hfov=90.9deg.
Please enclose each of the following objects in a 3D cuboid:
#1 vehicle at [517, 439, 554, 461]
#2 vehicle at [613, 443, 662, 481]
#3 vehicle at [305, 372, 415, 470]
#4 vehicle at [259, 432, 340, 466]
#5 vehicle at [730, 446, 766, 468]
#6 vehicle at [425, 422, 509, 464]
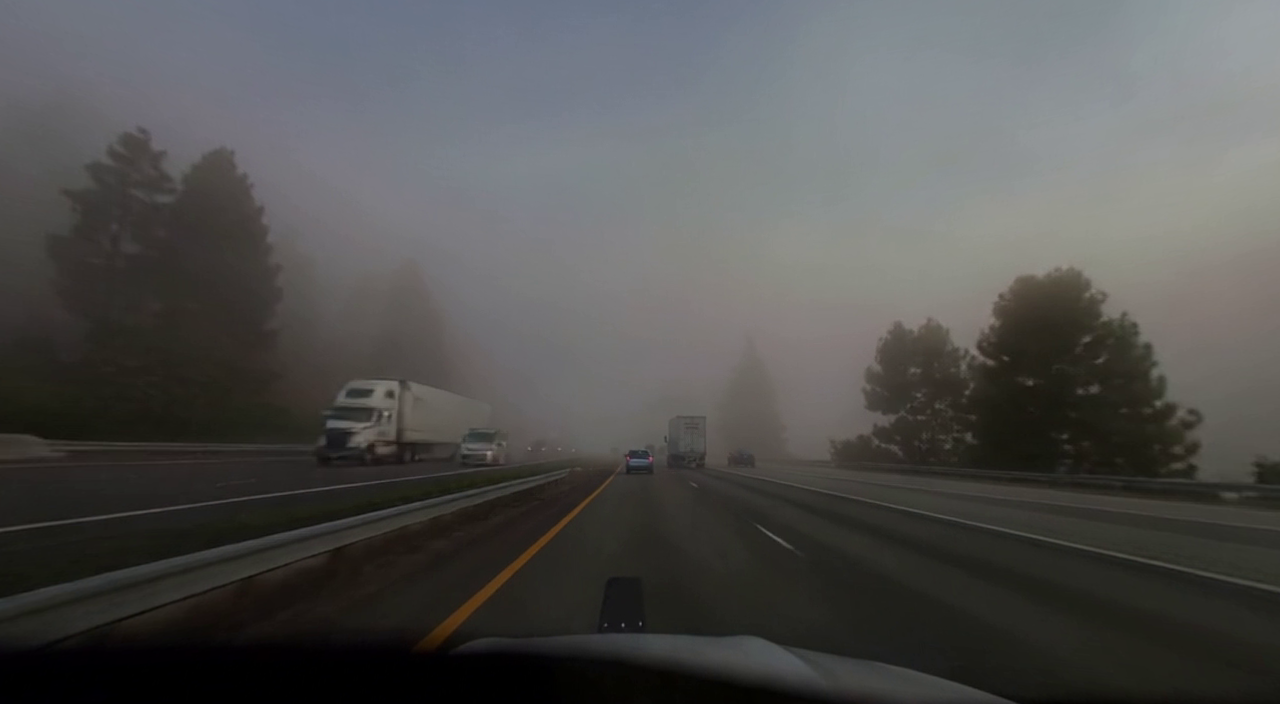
[{"bbox_3d":[-7.414,6.991,44.987,1.928,1.473,4.170,0,-9,0],"label":"vehicle"},{"bbox_3d":[-0.138,4.998,28.875,2.111,1.599,3.859,0,-9,-1],"label":"vehicle"},{"bbox_3d":[-11.969,3.053,27.329,3.011,3.951,3.378,0,-9,0],"label":"vehicle"},{"bbox_3d":[-18.155,5.213,33.847,2.052,1.652,4.093,0,-9,0],"label":"vehicle"},{"bbox_3d":[8.472,8.260,49.656,1.902,1.652,3.995,0,-9,-3],"label":"vehicle"},{"bbox_3d":[-7.984,4.322,29.801,2.382,1.802,5.288,0,-9,1],"label":"vehicle"}]
